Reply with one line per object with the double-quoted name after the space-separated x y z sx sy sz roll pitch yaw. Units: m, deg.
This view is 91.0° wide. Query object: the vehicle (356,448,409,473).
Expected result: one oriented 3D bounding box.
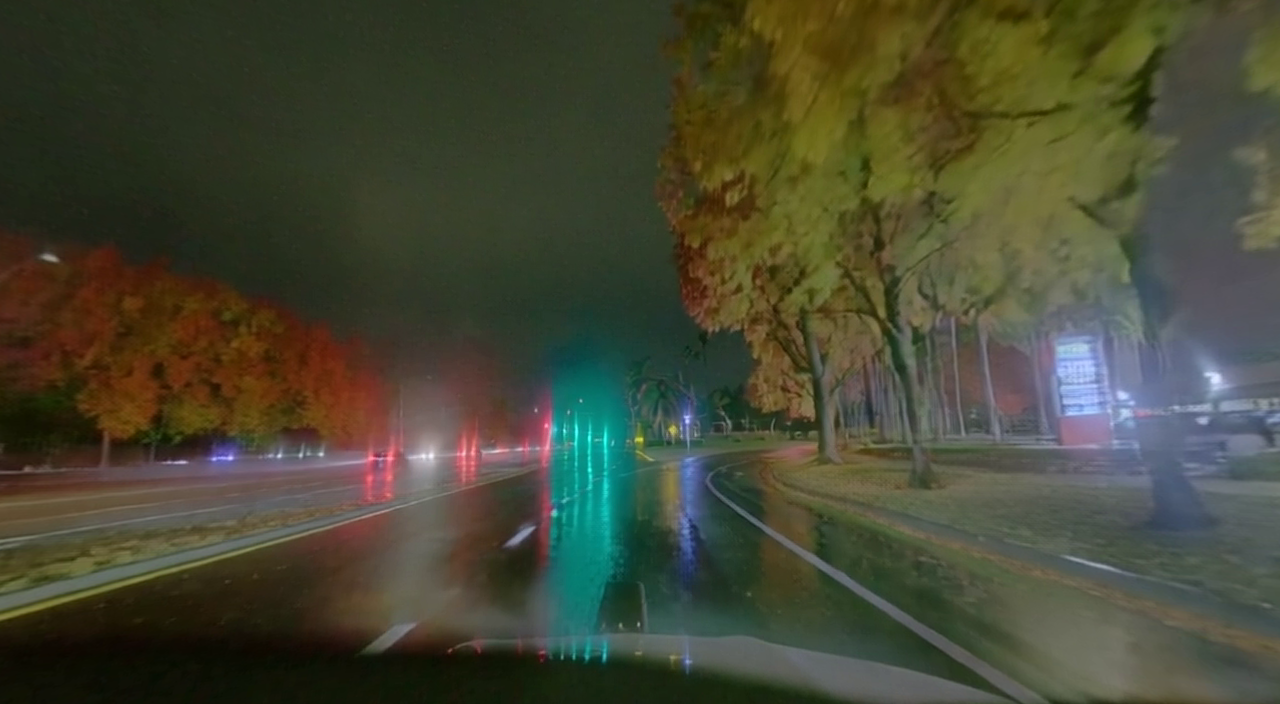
-19.290 8.133 47.377 2.086 1.706 4.412 0 -9 1 "vehicle"
